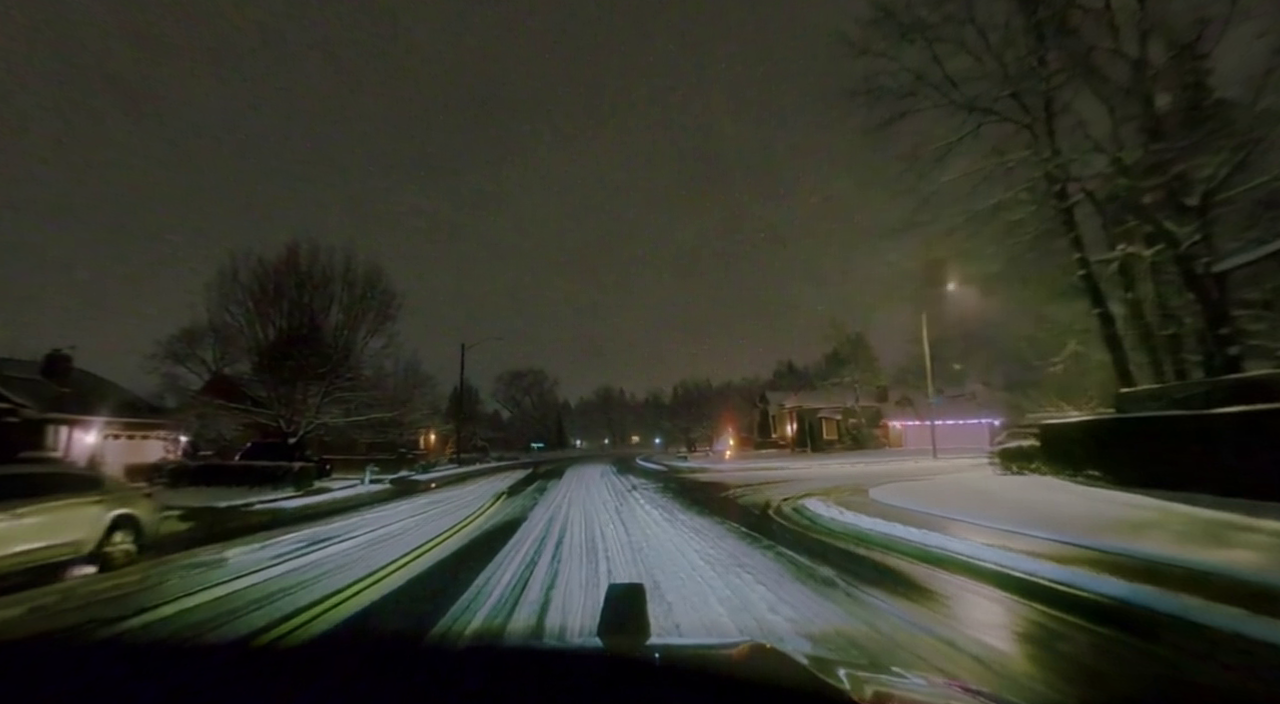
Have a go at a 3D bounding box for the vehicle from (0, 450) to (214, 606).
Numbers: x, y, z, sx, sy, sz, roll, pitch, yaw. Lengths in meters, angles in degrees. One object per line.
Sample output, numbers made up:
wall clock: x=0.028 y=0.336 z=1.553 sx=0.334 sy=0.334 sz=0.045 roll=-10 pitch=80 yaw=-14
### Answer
vehicle: x=-7.343 y=1.855 z=6.767 sx=2.069 sy=1.487 sz=5.470 roll=-1 pitch=-9 yaw=-4

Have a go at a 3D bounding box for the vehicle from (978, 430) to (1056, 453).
vehicle: x=26.084 y=6.235 z=43.846 sx=1.845 sy=1.450 sz=4.991 roll=3 pitch=-9 yaw=-8

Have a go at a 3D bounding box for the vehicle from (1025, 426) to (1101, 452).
vehicle: x=29.299 y=6.063 z=43.859 sx=1.794 sy=1.635 sz=4.469 roll=-1 pitch=-9 yaw=-6

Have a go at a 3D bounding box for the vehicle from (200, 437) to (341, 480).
vehicle: x=-16.176 y=4.679 z=27.859 sx=4.837 sy=1.785 sz=2.115 roll=1 pitch=-8 yaw=-6
